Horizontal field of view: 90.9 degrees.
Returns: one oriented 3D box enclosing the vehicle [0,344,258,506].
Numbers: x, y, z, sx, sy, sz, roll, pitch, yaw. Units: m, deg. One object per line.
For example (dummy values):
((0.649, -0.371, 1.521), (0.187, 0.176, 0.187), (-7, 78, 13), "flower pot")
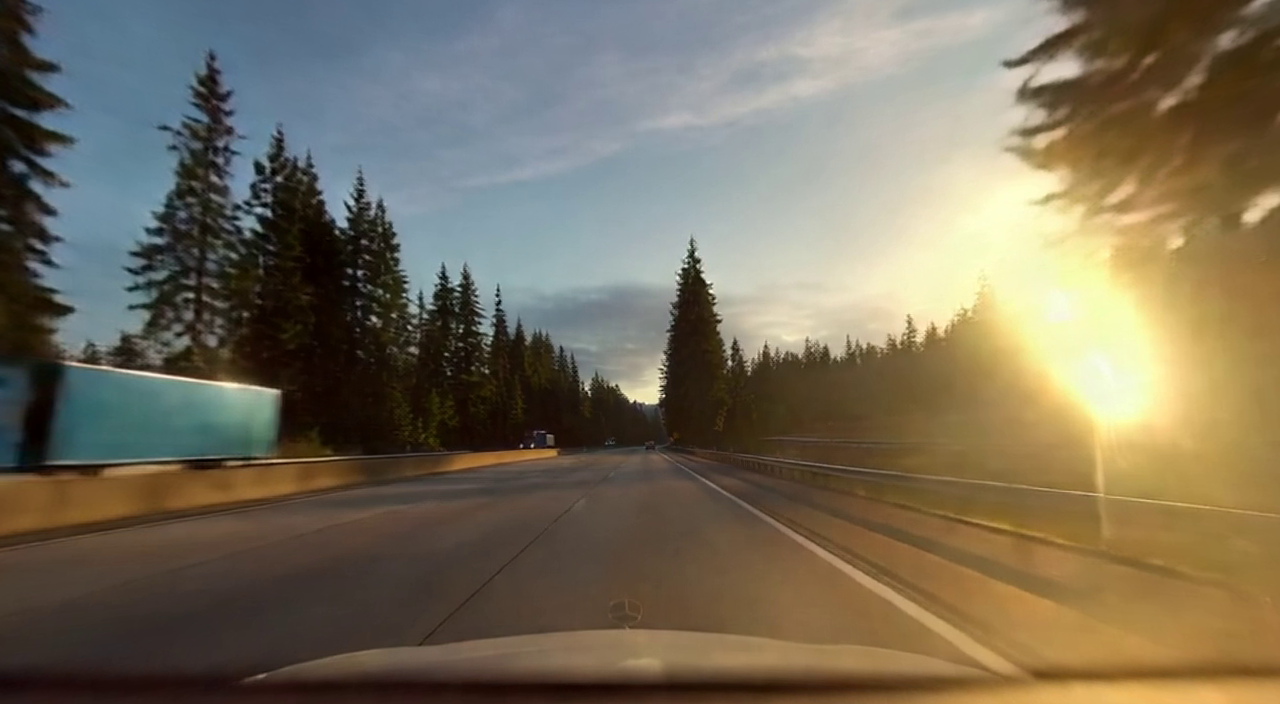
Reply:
((-17.226, 2.469, 20.087), (2.939, 3.962, 11.102), (0, -8, 1), "vehicle")
